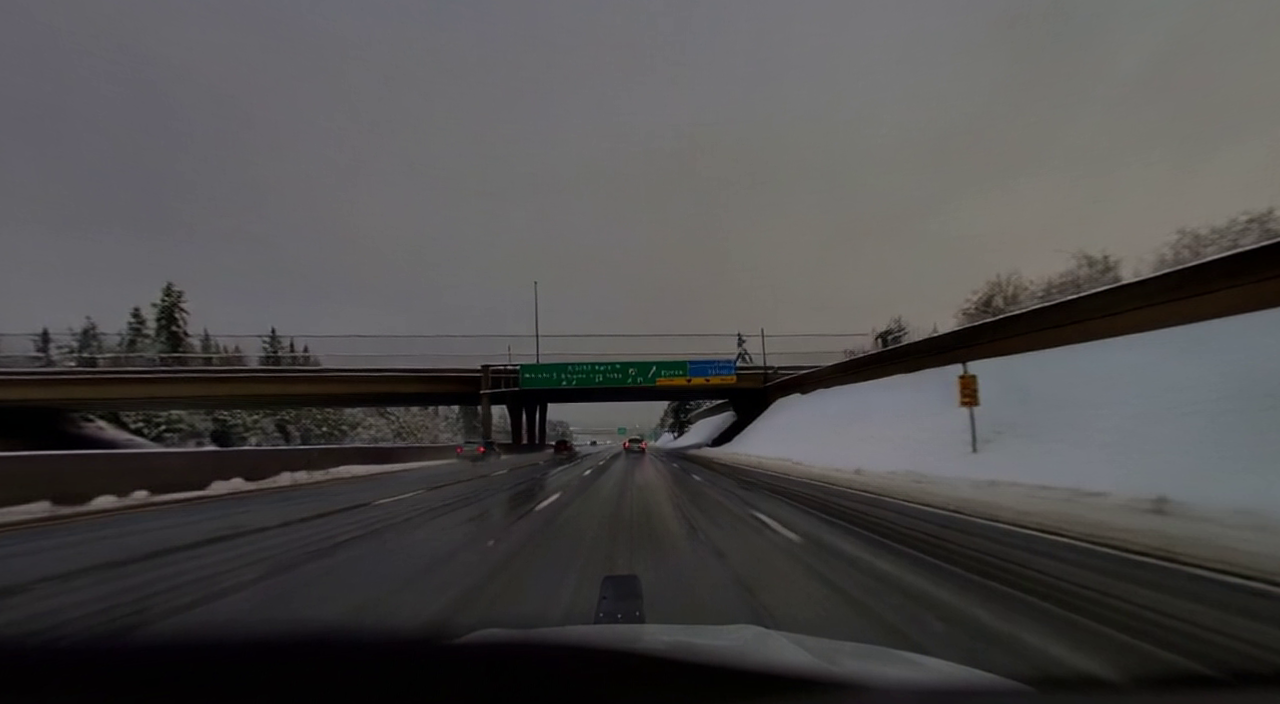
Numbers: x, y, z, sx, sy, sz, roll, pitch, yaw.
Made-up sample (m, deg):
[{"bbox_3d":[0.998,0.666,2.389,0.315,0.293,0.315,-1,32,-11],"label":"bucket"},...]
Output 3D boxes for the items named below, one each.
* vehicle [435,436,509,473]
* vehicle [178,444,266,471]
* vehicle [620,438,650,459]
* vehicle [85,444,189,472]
[{"bbox_3d":[-7.322,4.506,28.135,1.994,1.487,4.605,0,-8,0],"label":"vehicle"},{"bbox_3d":[-24.642,6.212,37.548,1.915,1.485,4.756,0,-8,0],"label":"vehicle"},{"bbox_3d":[-0.427,7.104,46.660,2.086,1.472,4.168,0,-8,-1],"label":"vehicle"},{"bbox_3d":[-28.354,5.973,35.914,1.989,1.490,4.769,0,-8,0],"label":"vehicle"}]
